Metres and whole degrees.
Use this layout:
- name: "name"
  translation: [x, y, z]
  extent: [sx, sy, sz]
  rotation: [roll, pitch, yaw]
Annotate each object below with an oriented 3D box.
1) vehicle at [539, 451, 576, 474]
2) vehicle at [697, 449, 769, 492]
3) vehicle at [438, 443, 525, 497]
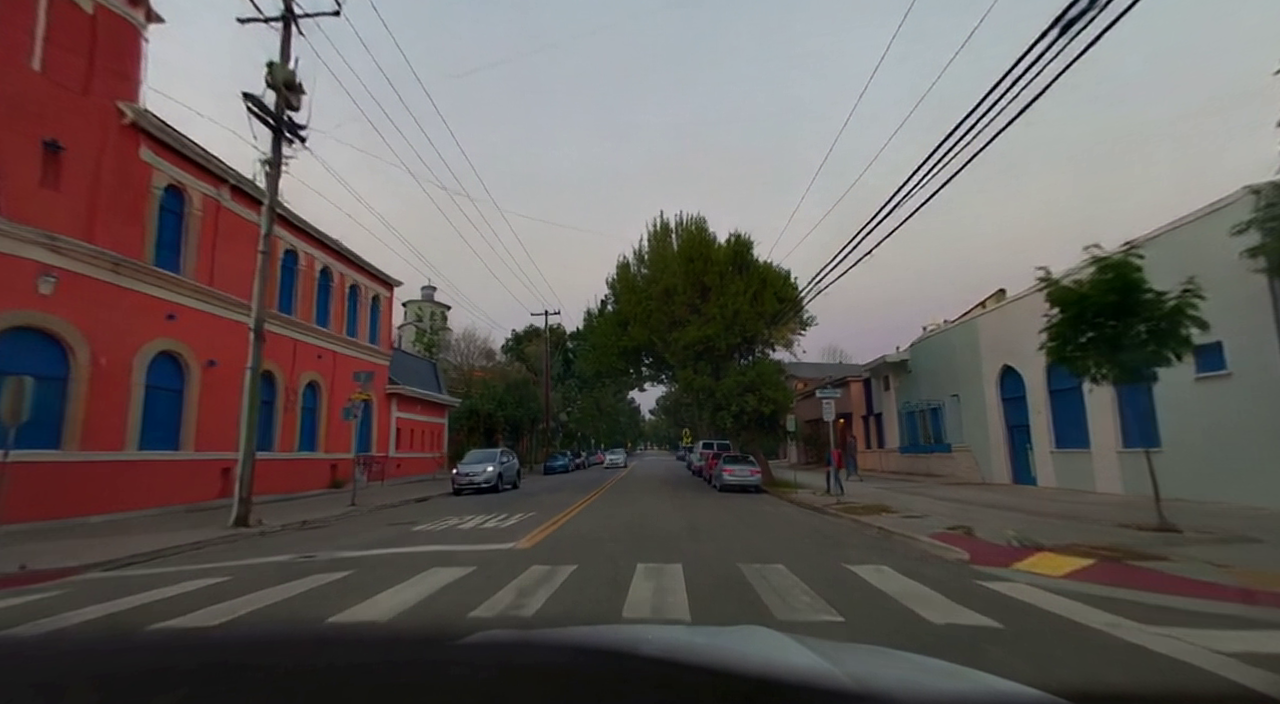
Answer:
- name: "vehicle"
  translation: [-5.736, 7.750, 44.578]
  extent: [1.844, 1.486, 4.474]
  rotation: [0, -9, 3]
- name: "vehicle"
  translation: [3.372, 4.399, 23.882]
  extent: [1.966, 1.471, 4.552]
  rotation: [0, -9, -1]
- name: "vehicle"
  translation: [-6.085, 4.542, 24.849]
  extent: [2.140, 1.746, 4.385]
  rotation: [-4, -8, 2]
